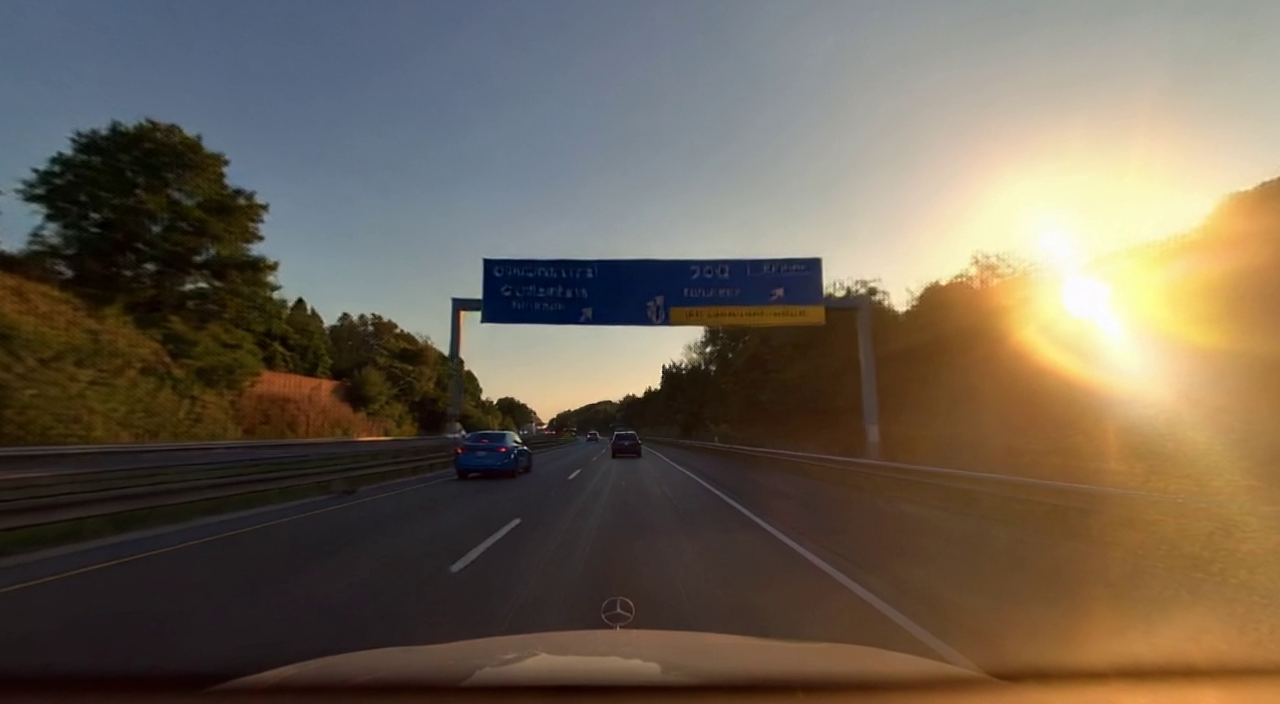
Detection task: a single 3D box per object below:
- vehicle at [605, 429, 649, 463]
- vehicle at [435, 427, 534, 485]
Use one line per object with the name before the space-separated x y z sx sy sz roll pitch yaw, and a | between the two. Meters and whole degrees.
vehicle | -0.694 4.885 32.961 2.162 1.616 4.242 0 -8 -1
vehicle | -4.509 3.061 18.930 1.975 1.518 4.242 0 -8 -1
